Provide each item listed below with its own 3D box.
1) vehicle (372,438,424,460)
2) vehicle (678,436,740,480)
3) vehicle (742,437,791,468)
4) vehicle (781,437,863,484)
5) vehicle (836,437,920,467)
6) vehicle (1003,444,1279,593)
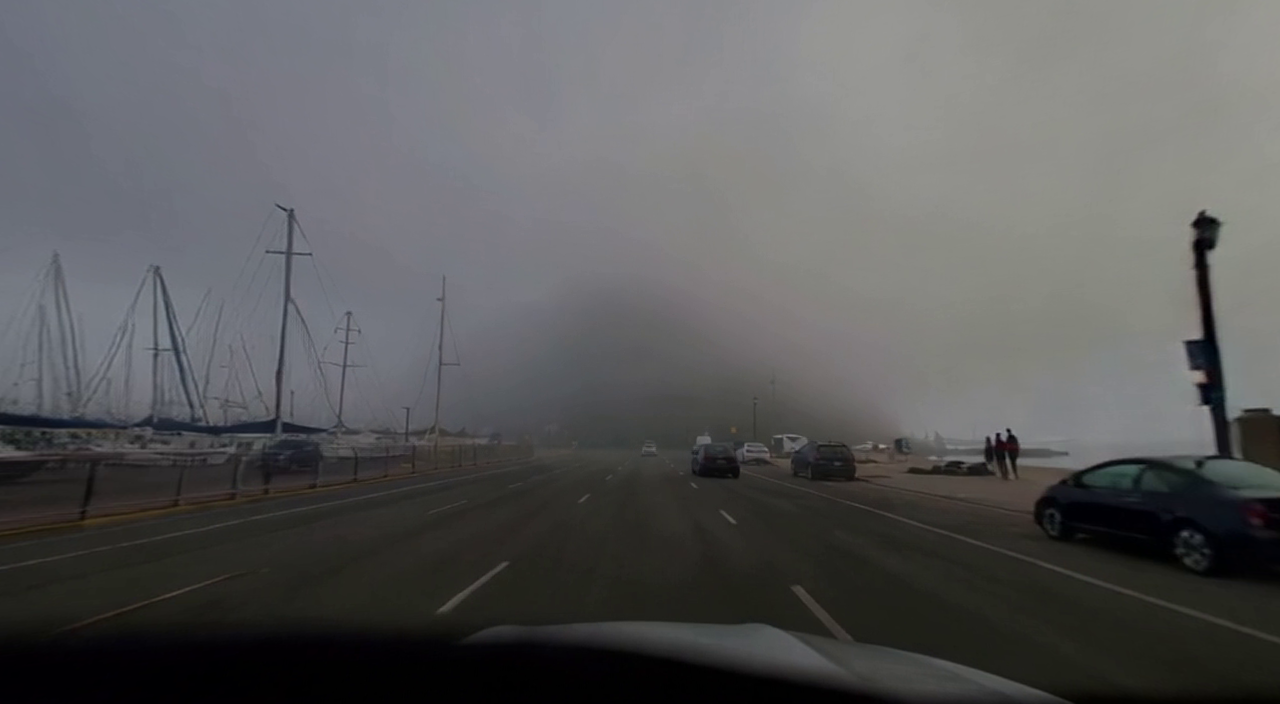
[{"bbox_3d":[-17.677,7.144,46.317,1.840,1.522,4.695,-1,-9,2],"label":"vehicle"},{"bbox_3d":[2.727,4.326,25.879,2.047,1.640,4.051,0,-9,0],"label":"vehicle"},{"bbox_3d":[8.226,6.551,41.371,2.056,1.896,5.062,0,-9,-1],"label":"vehicle"},{"bbox_3d":[7.457,4.493,26.361,2.029,1.750,4.825,0,-9,1],"label":"vehicle"},{"bbox_3d":[14.835,6.231,39.386,4.406,1.783,2.020,0,-8,-3],"label":"vehicle"},{"bbox_3d":[7.415,2.057,8.765,2.112,1.514,4.371,0,-9,0],"label":"vehicle"}]
